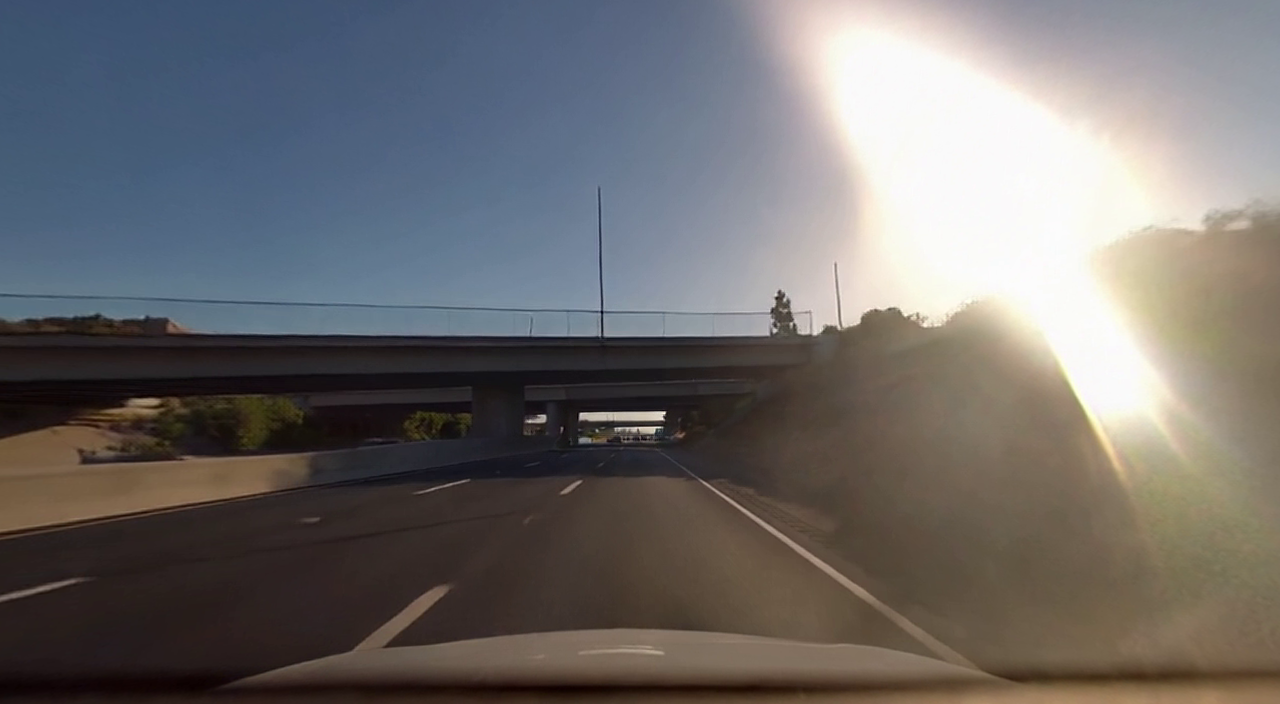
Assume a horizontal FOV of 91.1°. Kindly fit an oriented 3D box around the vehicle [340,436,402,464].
[{"bbox_3d":[-15.796,5.751,37.192,1.876,1.517,4.189,0,-8,-1],"label":"vehicle"}]
